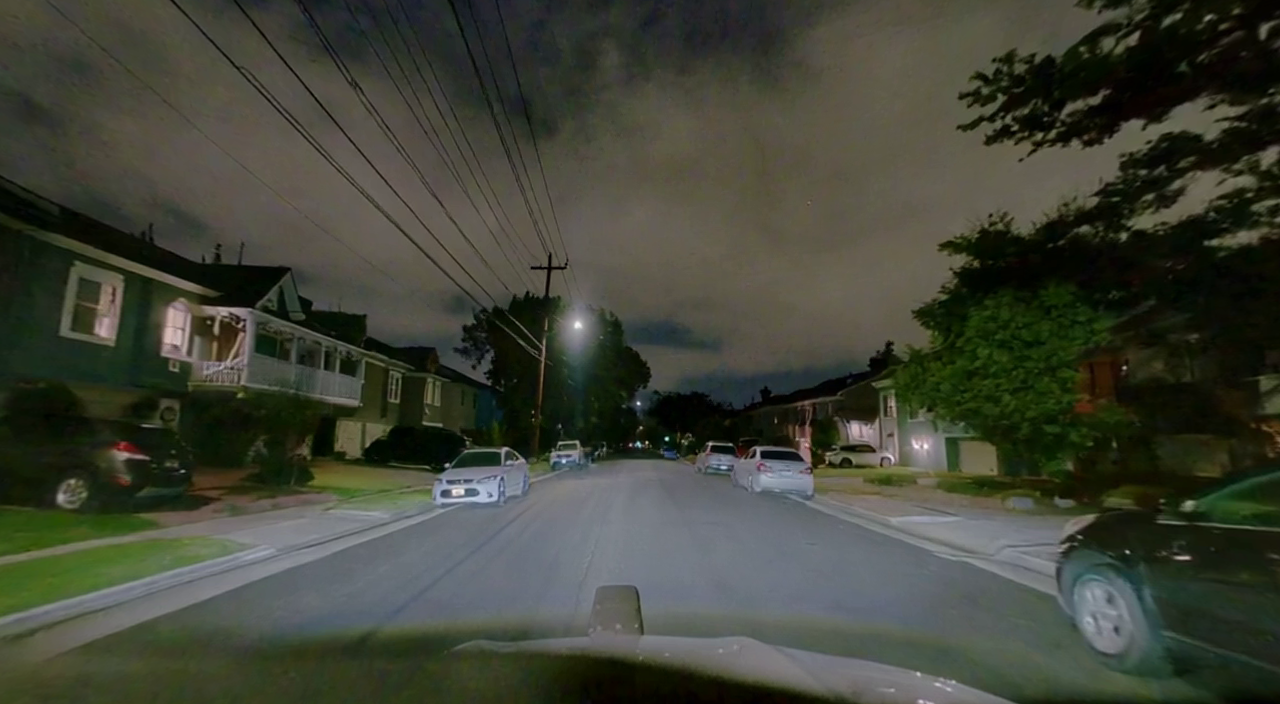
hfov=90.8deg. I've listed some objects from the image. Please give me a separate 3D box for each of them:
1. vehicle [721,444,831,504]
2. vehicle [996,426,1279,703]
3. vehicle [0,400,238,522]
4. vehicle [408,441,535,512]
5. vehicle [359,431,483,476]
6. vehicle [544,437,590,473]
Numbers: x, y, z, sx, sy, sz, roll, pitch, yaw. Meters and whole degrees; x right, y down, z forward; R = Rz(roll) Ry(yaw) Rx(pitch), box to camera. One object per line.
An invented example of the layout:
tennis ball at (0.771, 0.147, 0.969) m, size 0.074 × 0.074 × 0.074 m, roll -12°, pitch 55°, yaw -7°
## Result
vehicle at (3.657, 3.349, 17.961) m, size 1.862 × 1.452 × 4.737 m, roll 0°, pitch -8°, yaw -3°
vehicle at (3.724, 1.070, 2.693) m, size 1.975 × 1.496 × 4.042 m, roll 0°, pitch -8°, yaw -1°
vehicle at (-8.932, 1.663, 9.809) m, size 3.993 × 1.686 × 1.947 m, roll 0°, pitch -8°, yaw 1°
vehicle at (-3.873, 2.935, 15.445) m, size 1.971 × 1.460 × 4.523 m, roll 0°, pitch -8°, yaw -2°
vehicle at (-9.165, 4.277, 26.779) m, size 4.469 × 1.816 × 2.022 m, roll 0°, pitch -8°, yaw -1°
vehicle at (-4.107, 5.883, 36.168) m, size 2.057 × 1.887 × 5.053 m, roll 0°, pitch -8°, yaw 0°
